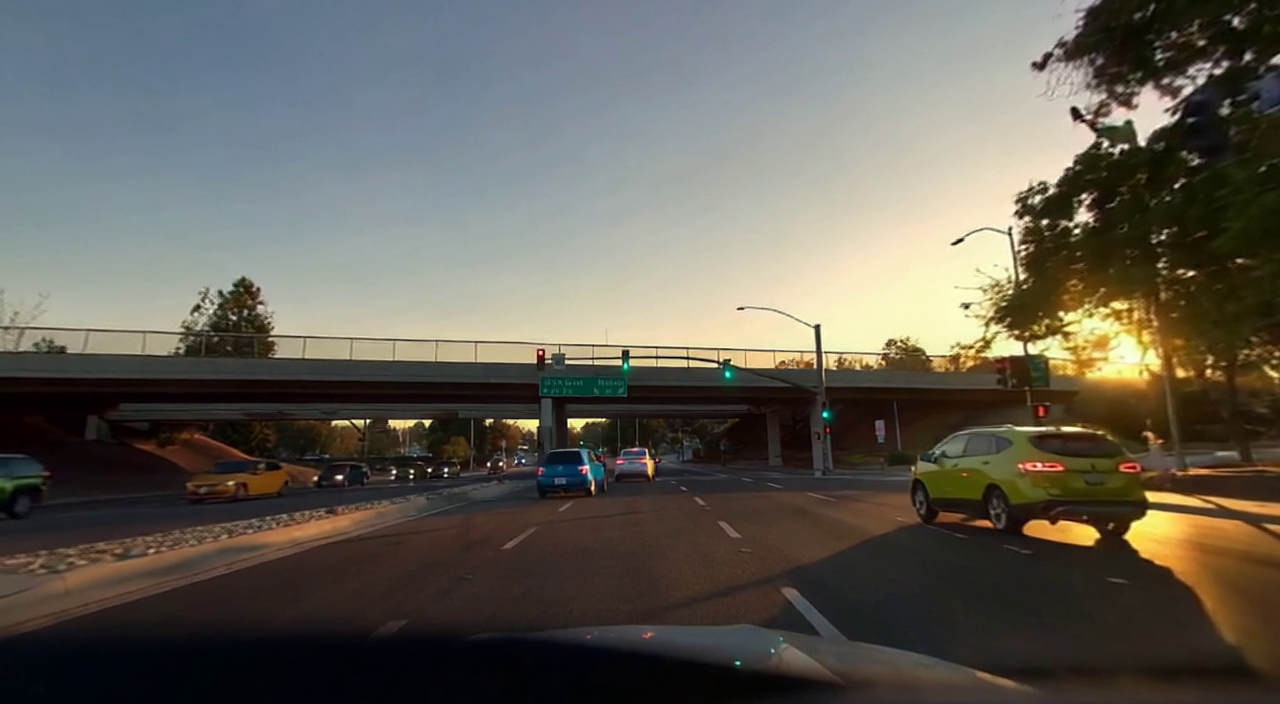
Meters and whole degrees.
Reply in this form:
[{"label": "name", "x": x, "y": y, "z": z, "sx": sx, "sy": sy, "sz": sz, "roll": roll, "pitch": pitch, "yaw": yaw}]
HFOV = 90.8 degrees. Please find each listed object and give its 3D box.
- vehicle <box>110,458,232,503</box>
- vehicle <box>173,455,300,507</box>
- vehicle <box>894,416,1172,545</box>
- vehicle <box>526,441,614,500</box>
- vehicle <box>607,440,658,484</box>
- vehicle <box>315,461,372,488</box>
[{"label": "vehicle", "x": -23.298, "y": 6.351, "z": 31.714, "sx": 2.039, "sy": 1.965, "sz": 5.291, "roll": 0, "pitch": -8, "yaw": 0}, {"label": "vehicle", "x": -15.962, "y": 5.081, "z": 25.385, "sx": 2.007, "sy": 1.730, "sz": 4.774, "roll": -1, "pitch": -8, "yaw": -1}, {"label": "vehicle", "x": 6.426, "y": 2.129, "z": 11.120, "sx": 2.074, "sy": 1.785, "sz": 4.320, "roll": 0, "pitch": -8, "yaw": 0}, {"label": "vehicle", "x": -2.272, "y": 3.998, "z": 21.840, "sx": 2.060, "sy": 1.768, "sz": 4.681, "roll": -1, "pitch": -8, "yaw": 6}, {"label": "vehicle", "x": -0.314, "y": 5.464, "z": 31.803, "sx": 2.342, "sy": 2.026, "sz": 4.642, "roll": 0, "pitch": -8, "yaw": 1}, {"label": "vehicle", "x": -19.712, "y": 8.139, "z": 42.198, "sx": 1.857, "sy": 1.534, "sz": 4.221, "roll": 0, "pitch": -8, "yaw": -1}]
